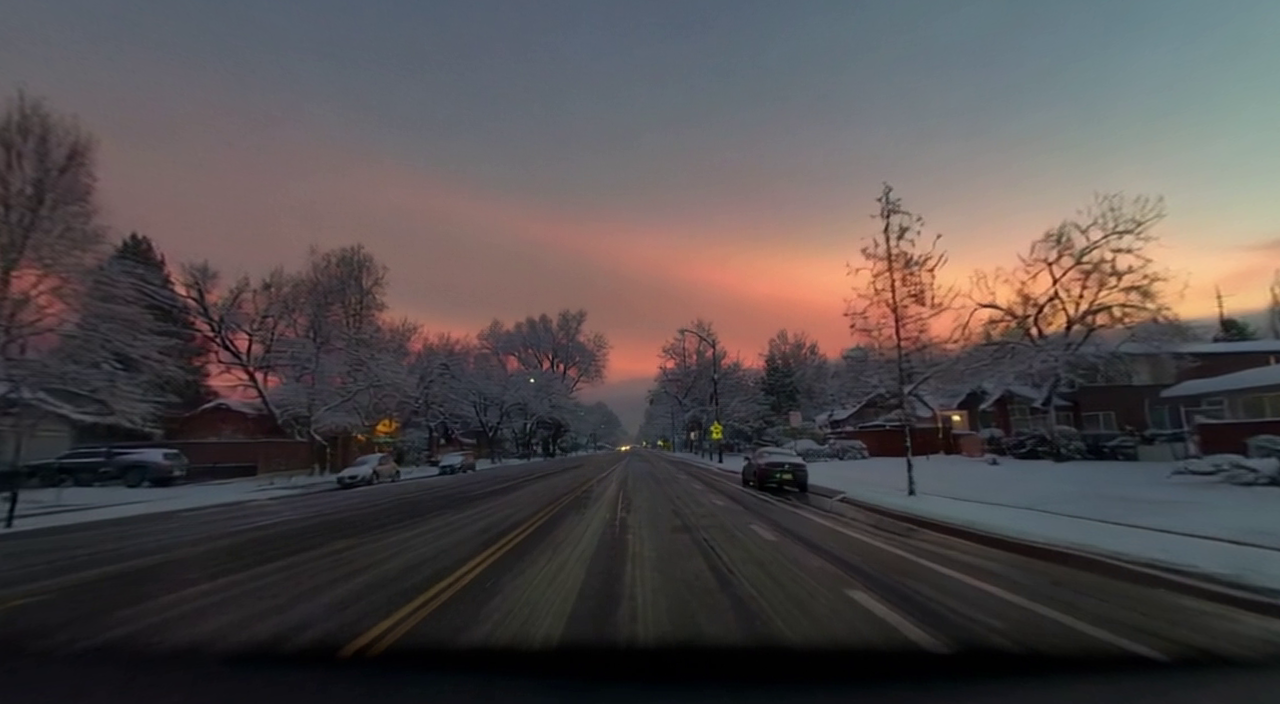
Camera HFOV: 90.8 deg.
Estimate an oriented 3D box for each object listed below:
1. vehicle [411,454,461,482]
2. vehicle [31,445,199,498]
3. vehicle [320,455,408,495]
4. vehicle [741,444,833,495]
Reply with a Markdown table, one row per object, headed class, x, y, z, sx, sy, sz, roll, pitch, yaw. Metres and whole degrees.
| class | x | y | z | sx | sy | sz | roll | pitch | yaw |
| --- | --- | --- | --- | --- | --- | --- | --- | --- | --- |
| vehicle | -12.660 | 7.193 | 39.478 | 1.775 | 1.516 | 4.304 | -3 | -8 | -1 |
| vehicle | -19.959 | 4.514 | 24.204 | 4.461 | 1.886 | 2.072 | 0 | -8 | -1 |
| vehicle | -12.311 | 5.495 | 28.529 | 1.940 | 1.452 | 4.485 | -3 | -9 | 0 |
| vehicle | 4.700 | 3.815 | 20.945 | 1.925 | 1.482 | 4.746 | 0 | -8 | 0 |
